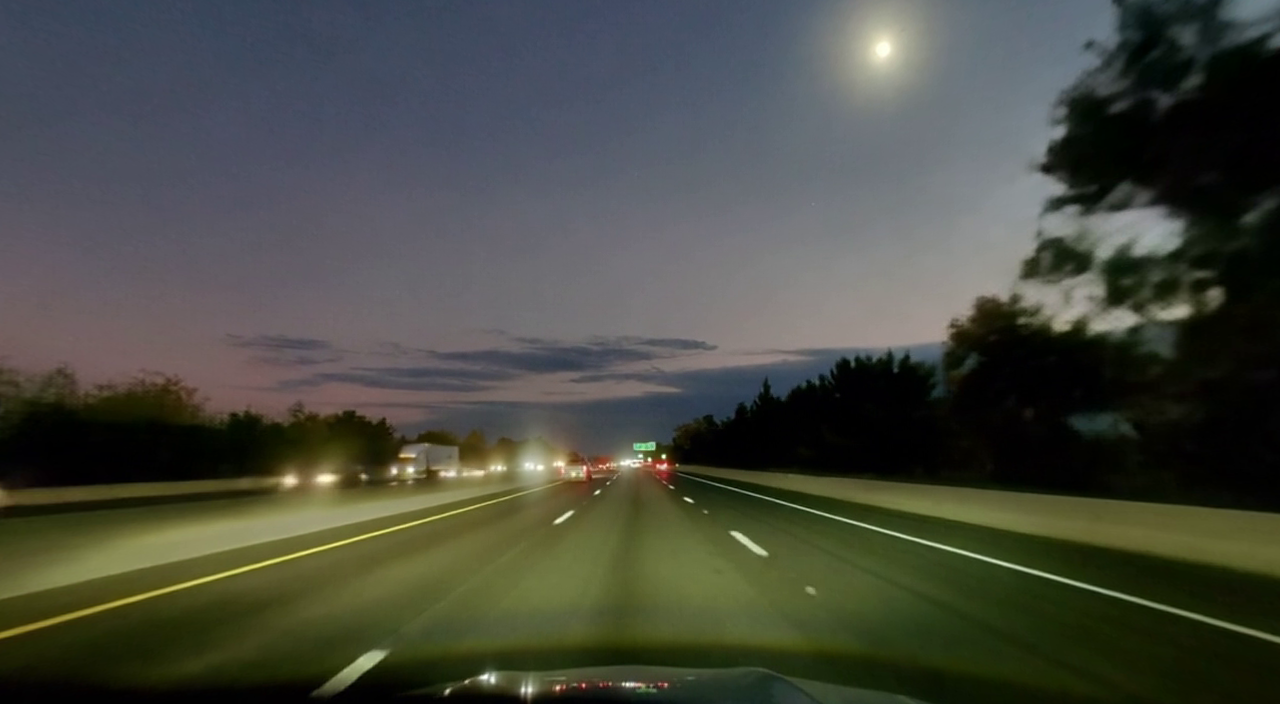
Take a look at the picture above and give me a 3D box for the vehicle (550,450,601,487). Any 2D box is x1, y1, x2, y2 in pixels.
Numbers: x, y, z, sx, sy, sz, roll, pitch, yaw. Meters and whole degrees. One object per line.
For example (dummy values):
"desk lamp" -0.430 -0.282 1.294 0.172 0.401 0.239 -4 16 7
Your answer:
"vehicle" -3.576 6.639 35.944 2.390 1.879 4.423 1 -10 0

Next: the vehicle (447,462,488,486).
"vehicle" -11.975 8.480 43.962 1.738 1.528 4.011 1 -10 0

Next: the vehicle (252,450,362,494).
"vehicle" -15.725 5.737 30.212 2.217 1.854 5.450 1 -10 0
